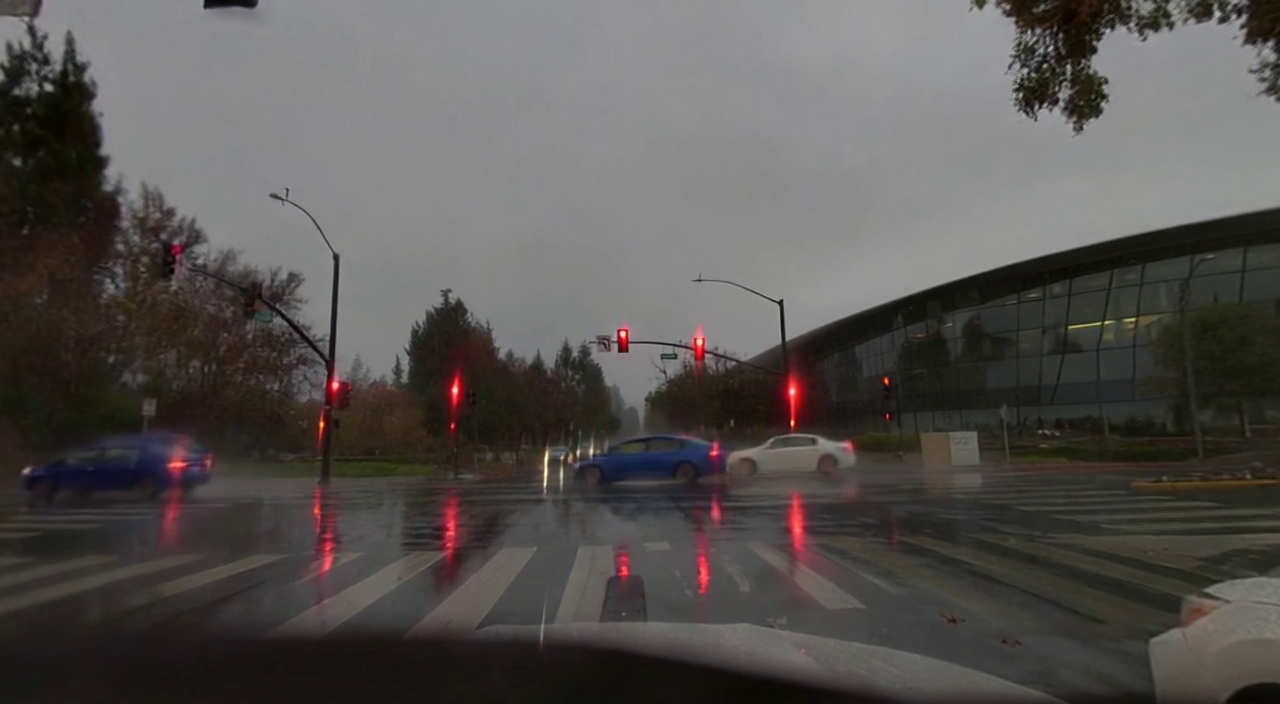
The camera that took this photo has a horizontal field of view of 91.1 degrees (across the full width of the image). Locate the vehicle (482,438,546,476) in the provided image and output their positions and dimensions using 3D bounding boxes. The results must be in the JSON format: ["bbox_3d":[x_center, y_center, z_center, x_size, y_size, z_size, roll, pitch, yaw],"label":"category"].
[{"bbox_3d":[-5.960,5.027,30.268,2.115,1.690,4.322,0,-8,1],"label":"vehicle"}]

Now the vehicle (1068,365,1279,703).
[{"bbox_3d":[2.886,0.679,0.833,1.947,1.576,3.825,0,-8,1],"label":"vehicle"}]

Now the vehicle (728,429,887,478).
[{"bbox_3d":[5.349,3.305,20.538,4.623,1.477,1.884,0,-8,0],"label":"vehicle"}]

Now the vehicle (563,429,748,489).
[{"bbox_3d":[0.393,2.871,17.014,4.723,1.484,1.883,0,-8,0],"label":"vehicle"}]

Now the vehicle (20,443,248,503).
[{"bbox_3d":[-13.399,3.194,16.844,4.464,1.472,1.867,0,-8,0],"label":"vehicle"}]
